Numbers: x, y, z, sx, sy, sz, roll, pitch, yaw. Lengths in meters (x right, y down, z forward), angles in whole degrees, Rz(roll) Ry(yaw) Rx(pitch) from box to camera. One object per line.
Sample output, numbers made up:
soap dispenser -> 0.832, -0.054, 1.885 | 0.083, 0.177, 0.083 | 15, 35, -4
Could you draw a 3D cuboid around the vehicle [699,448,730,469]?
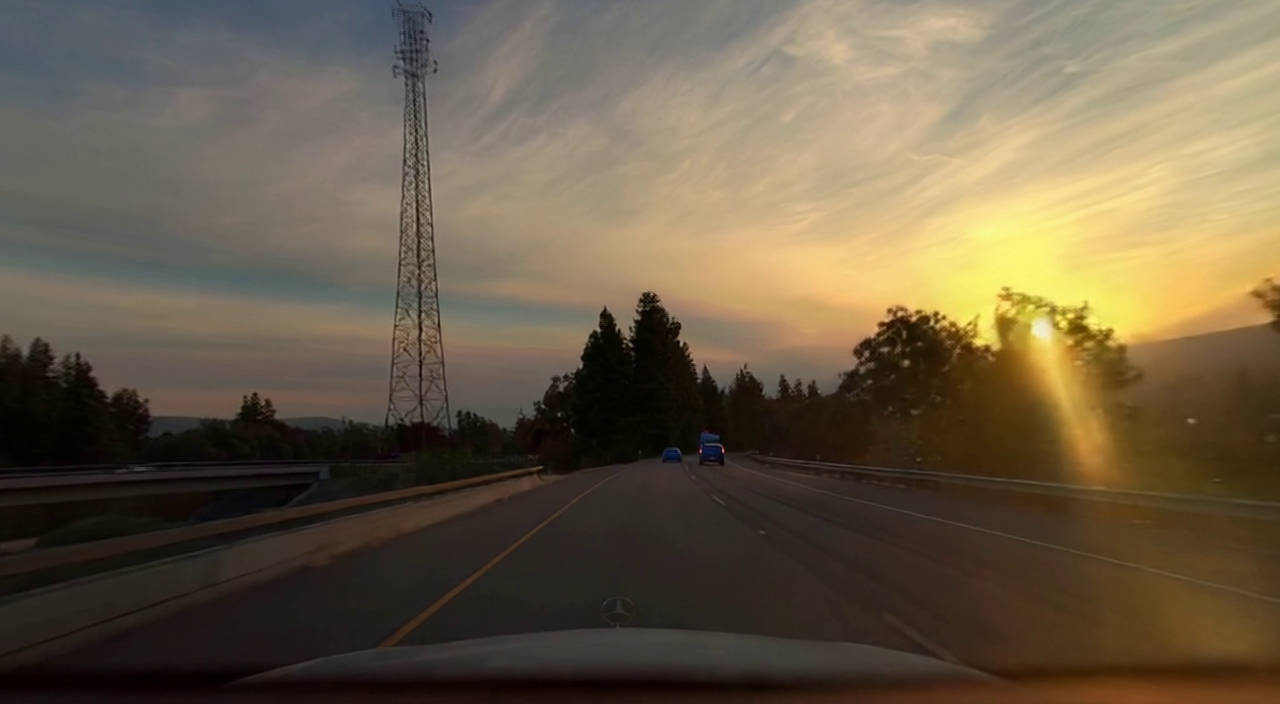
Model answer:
vehicle -> 5.599, 8.072, 48.054 | 2.030, 1.526, 4.165 | 0, -9, 3
